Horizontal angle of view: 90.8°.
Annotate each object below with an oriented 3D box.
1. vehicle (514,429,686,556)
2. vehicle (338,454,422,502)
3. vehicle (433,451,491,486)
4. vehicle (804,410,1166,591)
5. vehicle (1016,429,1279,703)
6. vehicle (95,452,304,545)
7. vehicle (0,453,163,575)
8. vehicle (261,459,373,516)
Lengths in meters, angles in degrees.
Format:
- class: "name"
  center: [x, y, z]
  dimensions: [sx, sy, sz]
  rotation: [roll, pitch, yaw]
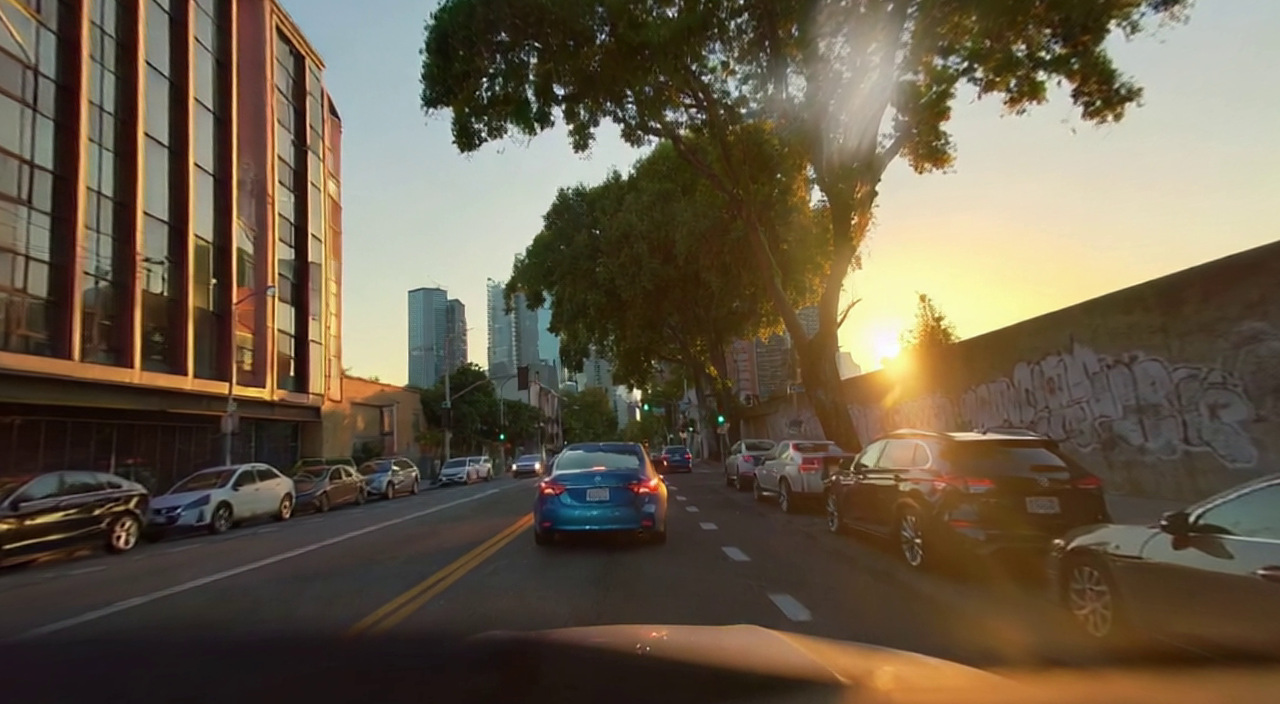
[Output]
- class: "vehicle"
  center: [-0.521, 2.096, 10.203]
  dimensions: [2.166, 1.579, 4.300]
  rotation: [0, -8, 0]
- class: "vehicle"
  center: [-11.058, 5.340, 27.178]
  dimensions: [1.822, 1.639, 4.144]
  rotation: [-7, -8, 0]
- class: "vehicle"
  center: [-10.930, 7.147, 39.199]
  dimensions: [2.199, 1.717, 4.888]
  rotation: [-6, -8, -2]
- class: "vehicle"
  center: [4.194, 1.879, 9.078]
  dimensions: [2.097, 1.811, 5.230]
  rotation: [0, -8, -2]
- class: "vehicle"
  center: [4.195, 1.179, 3.064]
  dimensions: [1.955, 1.535, 4.266]
  rotation: [2, -8, -3]
- class: "vehicle"
  center: [-10.942, 3.588, 16.211]
  dimensions: [2.276, 1.741, 4.439]
  rotation: [-6, -8, -1]
- class: "vehicle"
  center: [-10.824, 2.738, 10.690]
  dimensions: [1.988, 1.781, 4.827]
  rotation: [-5, -8, -3]
- class: "vehicle"
  center: [-11.013, 4.602, 21.888]
  dimensions: [1.741, 1.506, 4.370]
  rotation: [-4, -8, -2]
